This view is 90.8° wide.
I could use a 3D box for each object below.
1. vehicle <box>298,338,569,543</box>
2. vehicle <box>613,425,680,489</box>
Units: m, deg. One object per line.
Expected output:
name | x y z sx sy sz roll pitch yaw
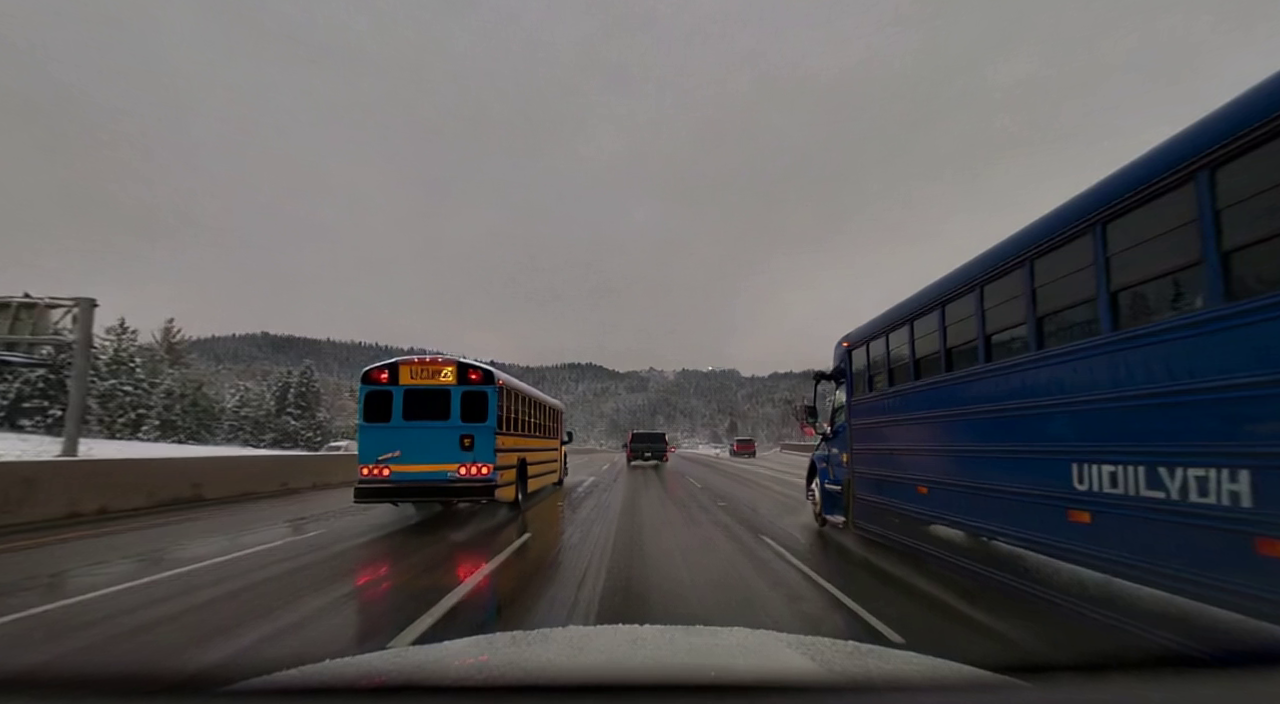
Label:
vehicle | -3.472 1.861 13.353 2.947 3.009 7.991 0 -8 0
vehicle | 0.156 3.507 21.403 2.037 1.929 4.343 0 -8 -1
